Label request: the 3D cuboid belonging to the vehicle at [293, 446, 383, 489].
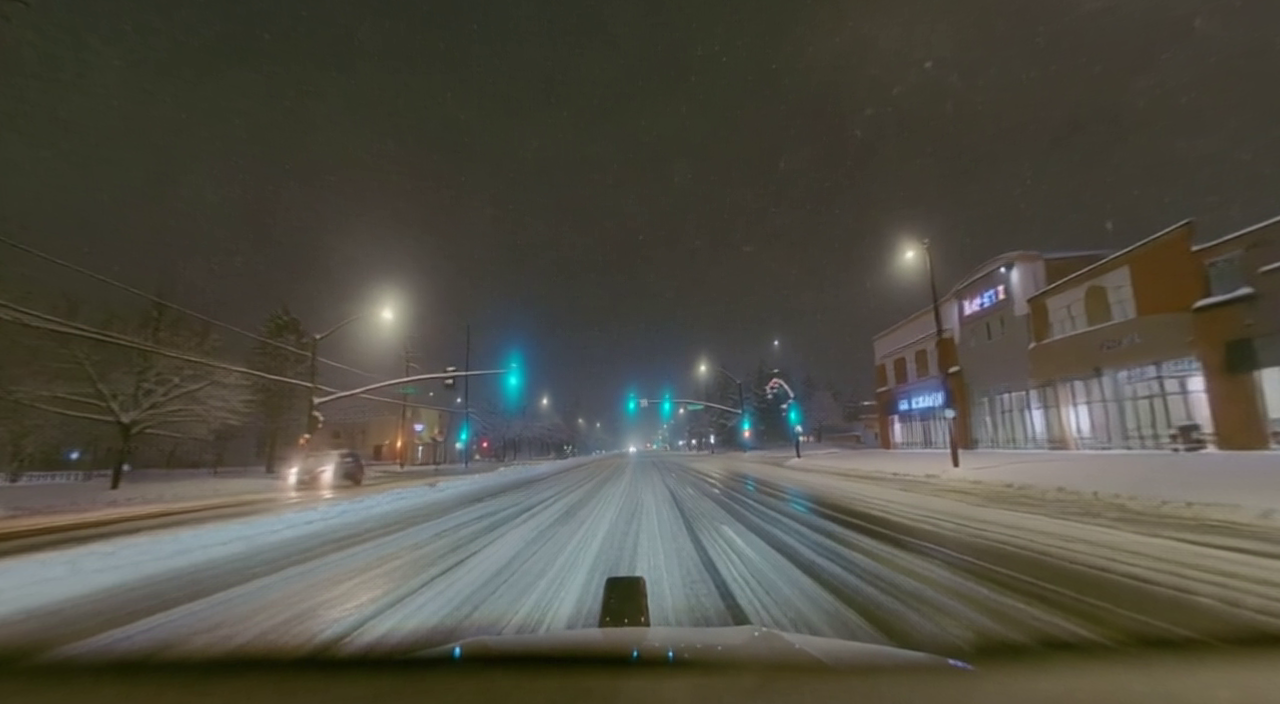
[{"bbox_3d":[-14.719,5.624,31.119,2.208,1.924,5.018,0,-9,-4],"label":"vehicle"}]
